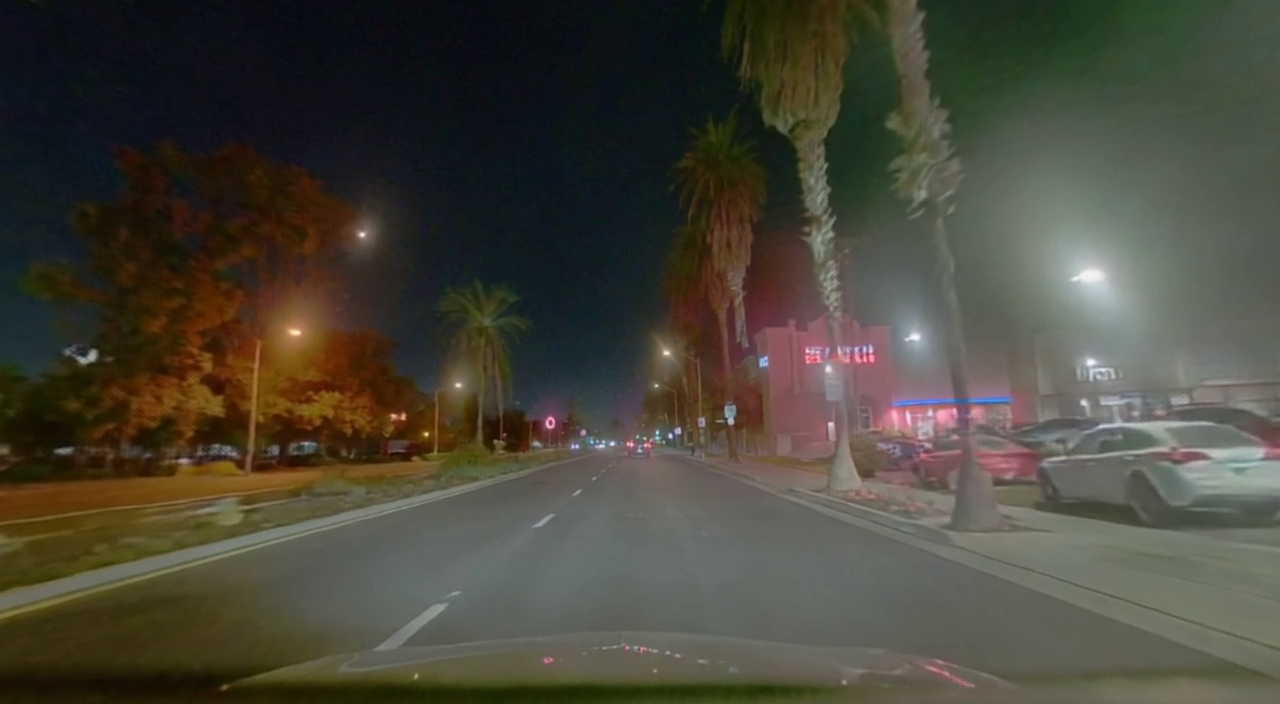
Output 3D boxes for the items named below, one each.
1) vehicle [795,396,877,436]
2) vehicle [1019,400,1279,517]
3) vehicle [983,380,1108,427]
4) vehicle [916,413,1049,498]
[{"bbox_3d":[11.683,3.864,37.231,5.186,2.000,2.226,9,-13,-41],"label":"vehicle"},{"bbox_3d":[9.447,2.020,11.956,1.655,1.820,3.969,0,-10,-5],"label":"vehicle"},{"bbox_3d":[22.370,2.922,34.803,5.257,1.921,2.104,-13,-15,42],"label":"vehicle"},{"bbox_3d":[9.468,3.099,17.853,1.917,1.876,4.629,-6,-15,12],"label":"vehicle"}]
